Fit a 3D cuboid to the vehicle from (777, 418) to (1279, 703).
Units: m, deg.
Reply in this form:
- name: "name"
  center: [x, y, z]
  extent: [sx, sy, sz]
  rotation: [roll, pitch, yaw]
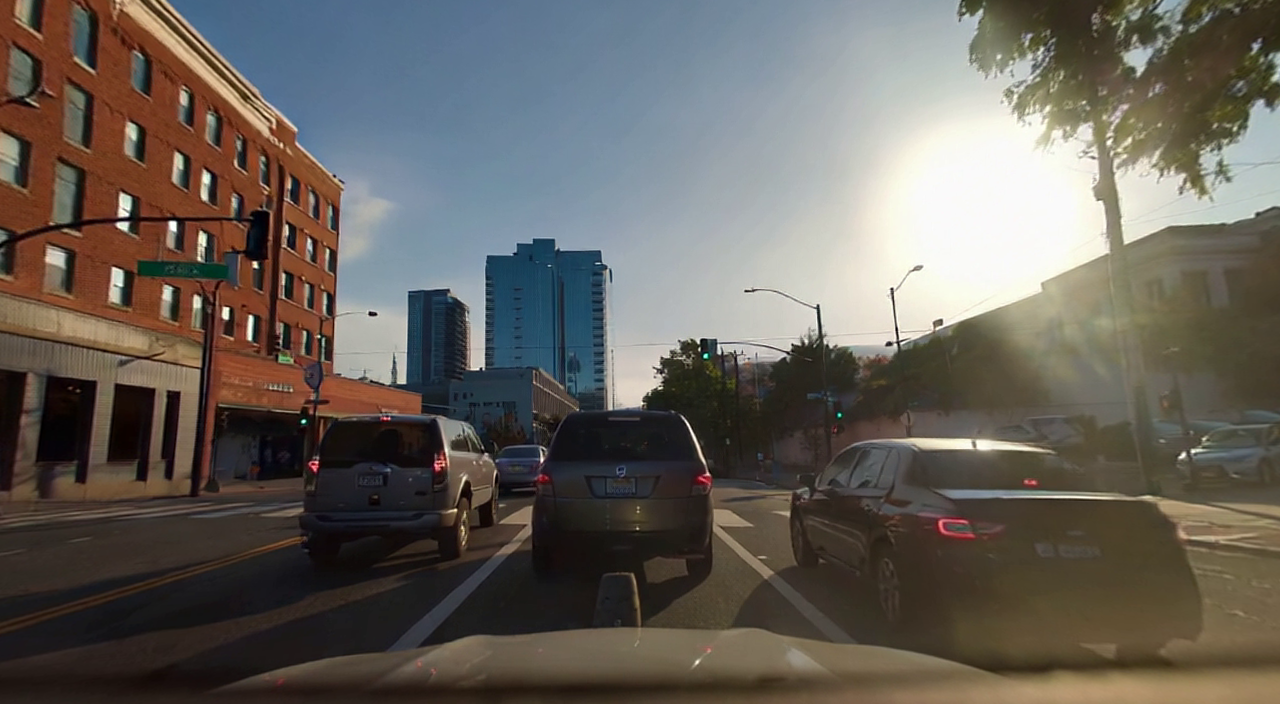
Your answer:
- name: "vehicle"
  center: [2.569, 1.378, 5.296]
  extent: [1.852, 1.462, 4.155]
  rotation: [0, -8, -1]

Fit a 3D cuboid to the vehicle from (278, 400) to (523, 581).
- name: "vehicle"
  center: [-2.828, 1.717, 8.613]
  extent: [1.855, 1.812, 4.244]
  rotation: [0, -8, -3]

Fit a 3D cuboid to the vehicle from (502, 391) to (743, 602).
- name: "vehicle"
  center: [-0.150, 1.603, 7.894]
  extent: [2.105, 1.842, 4.537]
  rotation: [0, -8, 0]
